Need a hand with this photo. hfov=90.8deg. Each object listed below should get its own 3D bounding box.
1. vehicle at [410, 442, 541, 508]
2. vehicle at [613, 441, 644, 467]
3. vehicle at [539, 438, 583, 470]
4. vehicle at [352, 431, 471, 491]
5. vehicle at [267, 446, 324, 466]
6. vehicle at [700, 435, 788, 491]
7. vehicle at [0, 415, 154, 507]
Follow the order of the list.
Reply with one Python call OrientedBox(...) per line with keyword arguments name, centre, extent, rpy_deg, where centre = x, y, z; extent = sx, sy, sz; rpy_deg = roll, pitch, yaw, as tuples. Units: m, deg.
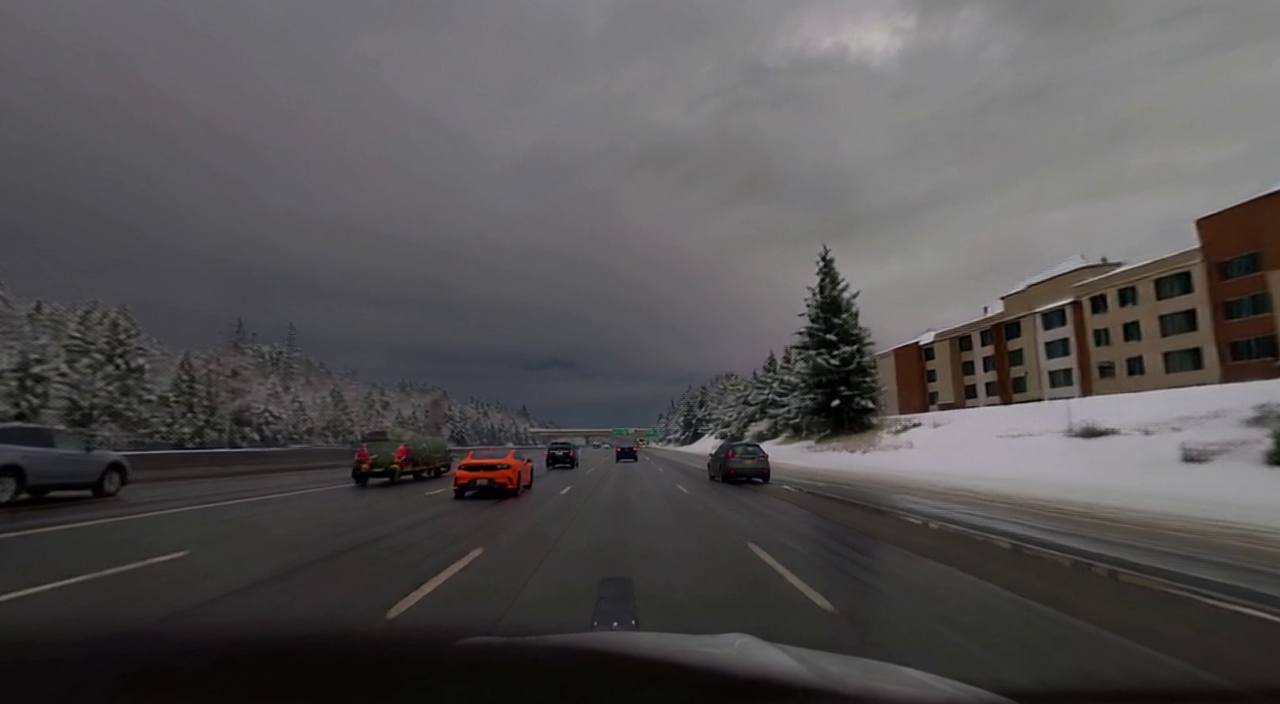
OrientedBox(name="vehicle", centre=(-3.991, 3.055, 16.219), extent=(2.124, 1.426, 4.444), rpy_deg=(0, -9, 0))
OrientedBox(name="vehicle", centre=(-0.772, 6.865, 42.717), extent=(2.053, 1.650, 3.945), rpy_deg=(0, -8, -1))
OrientedBox(name="vehicle", centre=(-4.610, 5.995, 37.351), extent=(2.044, 1.774, 4.329), rpy_deg=(0, -8, -1))
OrientedBox(name="vehicle", centre=(-7.533, 3.640, 21.469), extent=(2.086, 1.776, 5.080), rpy_deg=(0, -8, 0))
OrientedBox(name="vehicle", centre=(-26.416, 7.946, 48.661), extent=(1.816, 1.457, 4.598), rpy_deg=(0, -8, 0))
OrientedBox(name="vehicle", centre=(3.306, 3.644, 21.122), extent=(2.061, 1.658, 4.417), rpy_deg=(0, -8, -2))
OrientedBox(name="vehicle", centre=(-15.181, 2.545, 14.932), extent=(2.396, 1.999, 6.333), rpy_deg=(0, -8, -1))
